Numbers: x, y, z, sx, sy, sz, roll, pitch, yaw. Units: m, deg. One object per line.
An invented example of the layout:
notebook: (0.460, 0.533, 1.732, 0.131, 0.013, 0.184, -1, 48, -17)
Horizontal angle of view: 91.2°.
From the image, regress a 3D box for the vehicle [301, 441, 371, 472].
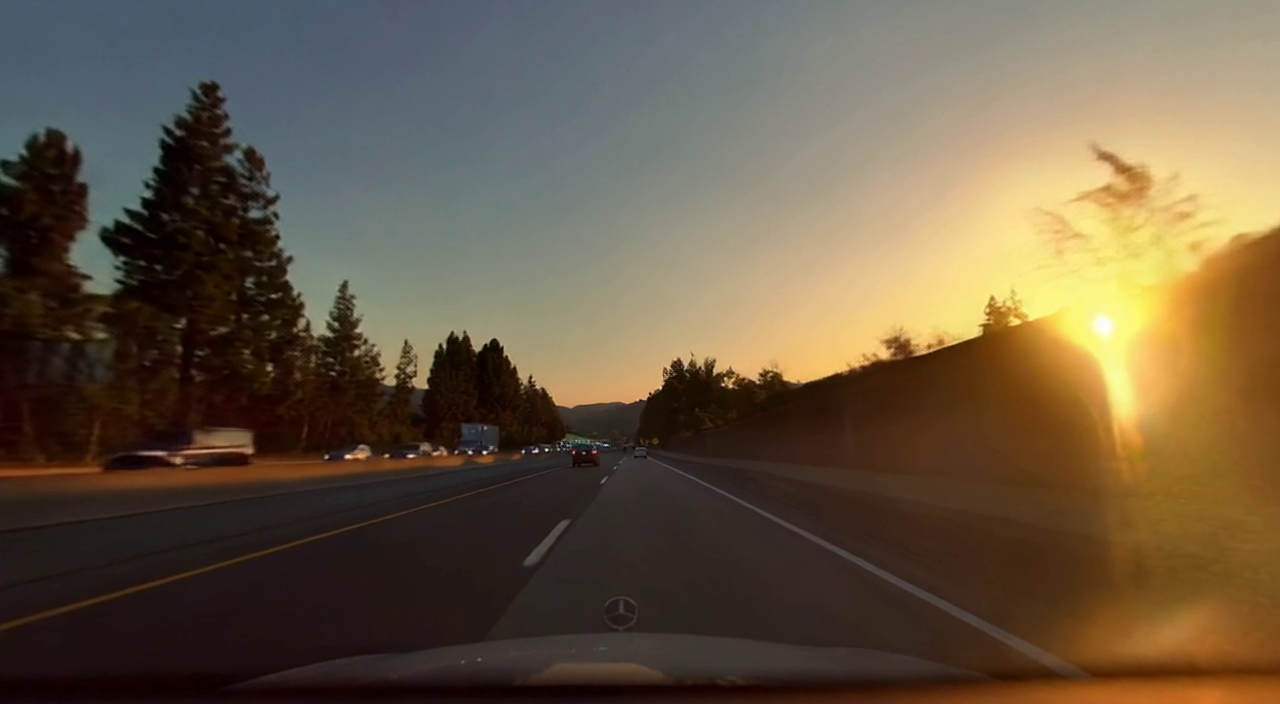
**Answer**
vehicle: (-16.661, 5.740, 34.547, 1.762, 1.539, 4.124, 0, -9, 0)

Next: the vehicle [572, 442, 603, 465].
vehicle: (-4.044, 7.939, 48.892, 2.098, 1.692, 4.038, 0, -9, 0)

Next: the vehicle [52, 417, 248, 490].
vehicle: (-14.781, 3.109, 19.395, 2.109, 1.954, 4.790, 0, -9, 1)

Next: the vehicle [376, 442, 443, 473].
vehicle: (-11.682, 5.377, 32.084, 1.887, 1.473, 4.124, 0, -9, 0)
